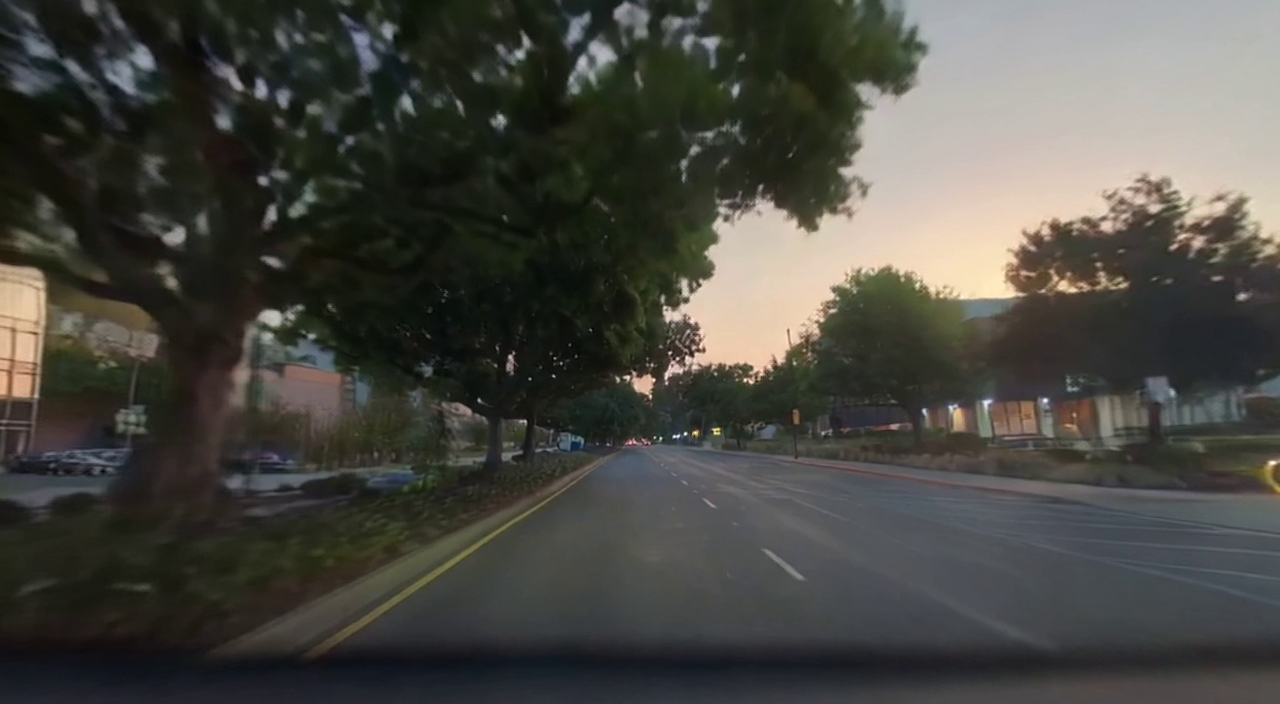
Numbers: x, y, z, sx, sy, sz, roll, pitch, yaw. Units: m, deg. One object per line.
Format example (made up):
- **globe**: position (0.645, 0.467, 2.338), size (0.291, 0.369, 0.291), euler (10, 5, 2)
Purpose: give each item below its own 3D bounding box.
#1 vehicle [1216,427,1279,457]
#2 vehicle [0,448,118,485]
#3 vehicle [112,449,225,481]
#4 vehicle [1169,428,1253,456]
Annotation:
- **vehicle**: position (34.735, 5.007, 35.255), size (3.484, 1.433, 1.608), euler (-3, -9, -3)
- **vehicle**: position (-32.246, 6.262, 34.824), size (2.122, 1.886, 4.993), euler (-8, -12, 43)
- **vehicle**: position (-26.551, 6.356, 35.692), size (4.673, 1.717, 2.044), euler (0, -8, 1)
- **vehicle**: position (34.386, 5.431, 38.071), size (3.470, 1.424, 1.592), euler (-3, -9, -4)
